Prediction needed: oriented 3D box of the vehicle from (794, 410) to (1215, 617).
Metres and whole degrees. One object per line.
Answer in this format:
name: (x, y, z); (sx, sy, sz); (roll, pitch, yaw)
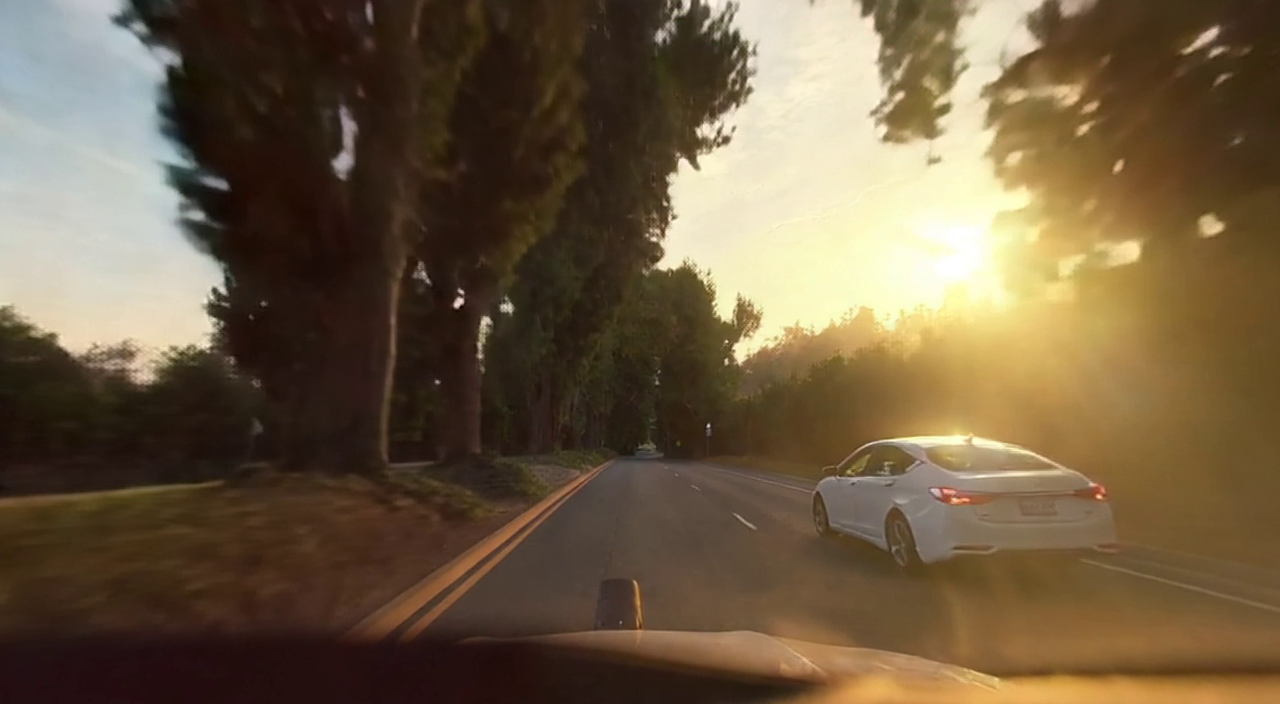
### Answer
vehicle: (3.407, 1.606, 7.272); (2.060, 1.584, 4.592); (0, -9, 0)
